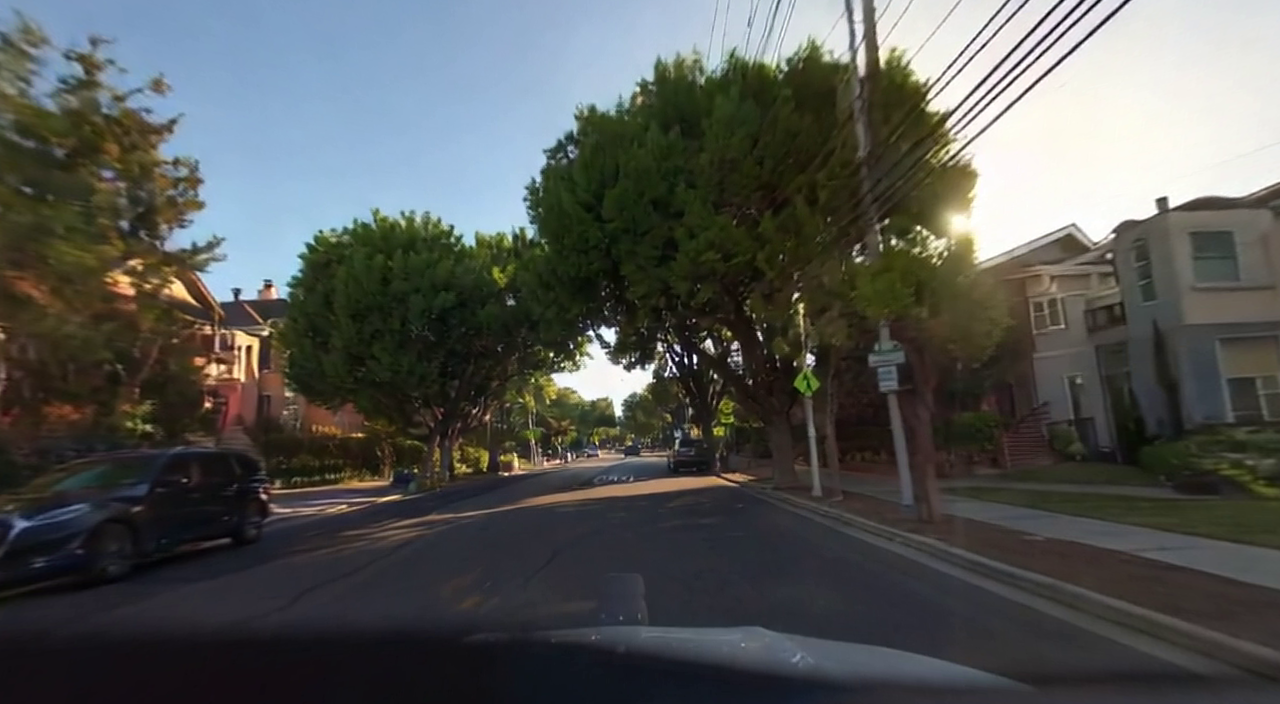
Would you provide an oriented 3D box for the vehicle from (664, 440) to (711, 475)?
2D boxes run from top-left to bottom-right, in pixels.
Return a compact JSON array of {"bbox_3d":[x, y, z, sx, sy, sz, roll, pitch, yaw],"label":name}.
[{"bbox_3d":[2.422,5.502,33.221,1.971,1.710,4.210,0,-9,-2],"label":"vehicle"}]

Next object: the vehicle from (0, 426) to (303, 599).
[{"bbox_3d":[-7.151,2.146,9.132,2.135,1.787,4.452,-4,-9,0],"label":"vehicle"}]

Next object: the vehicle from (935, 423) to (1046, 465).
[{"bbox_3d":[13.934,3.680,25.237,3.645,1.532,1.806,-5,-10,29],"label":"vehicle"}]
